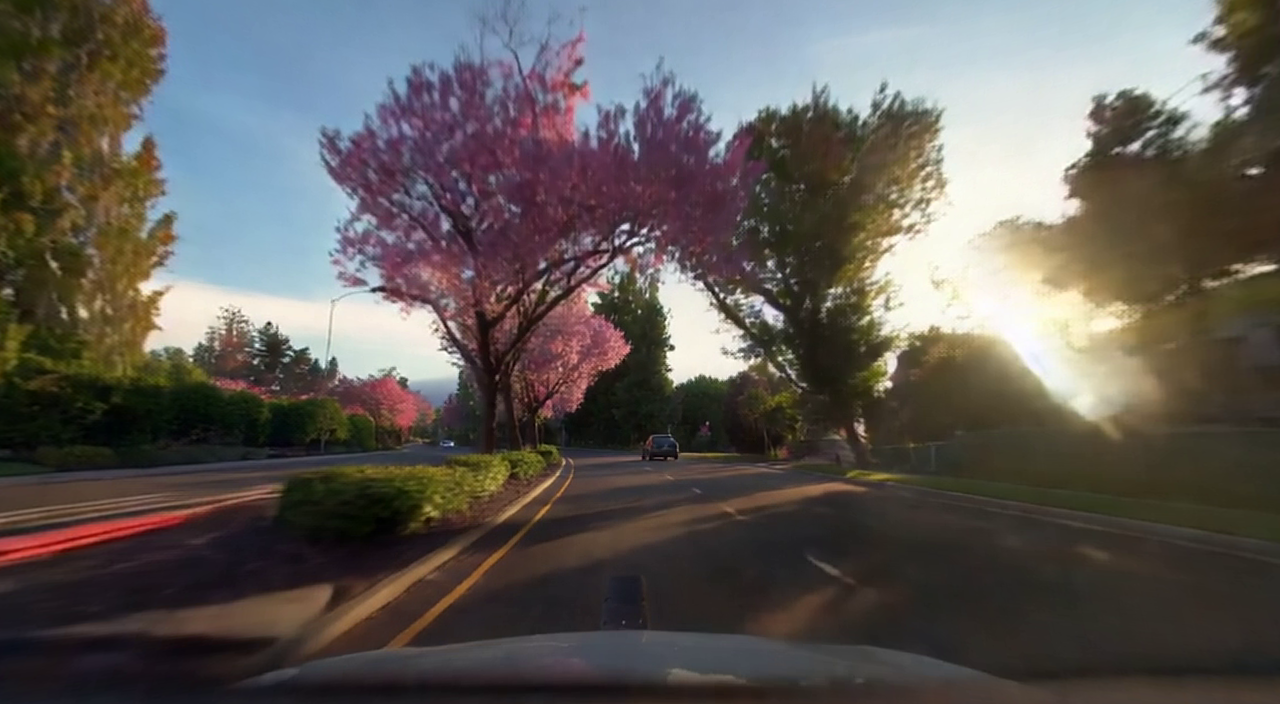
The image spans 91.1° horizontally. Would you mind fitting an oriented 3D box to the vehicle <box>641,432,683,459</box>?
[{"bbox_3d":[1.502,6.645,44.788,2.166,1.828,4.607,1,-8,-9],"label":"vehicle"}]
